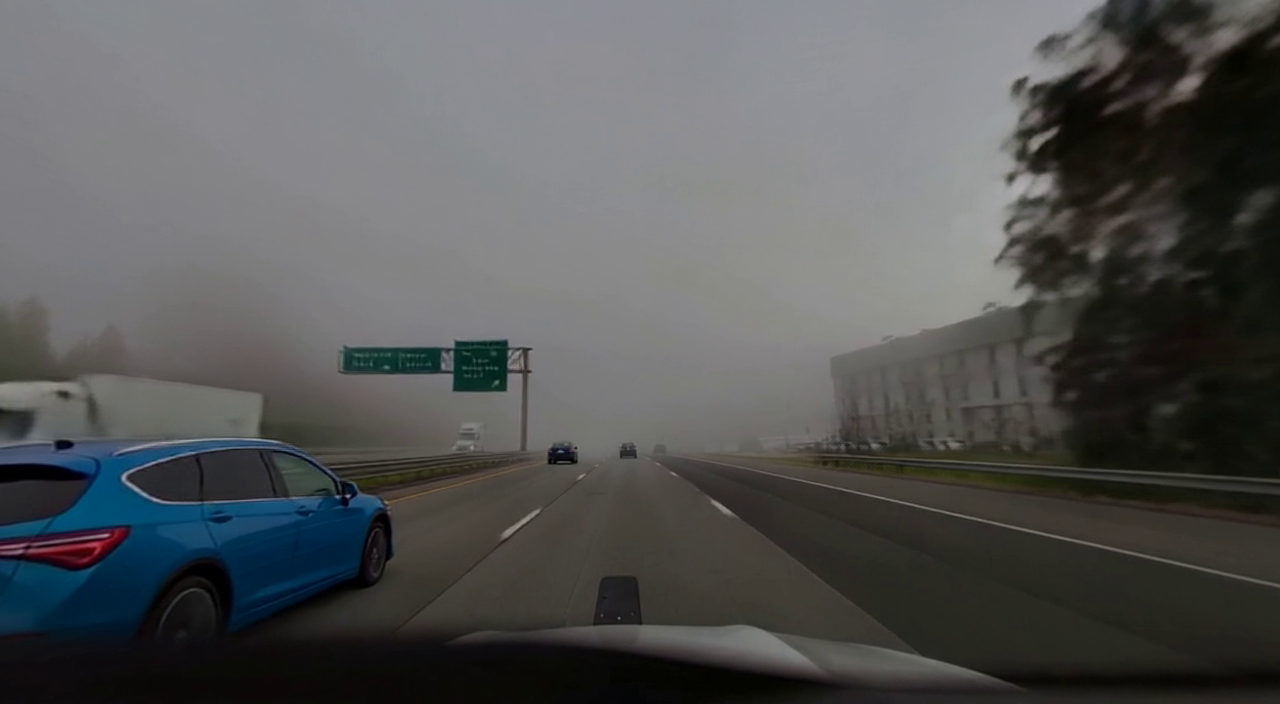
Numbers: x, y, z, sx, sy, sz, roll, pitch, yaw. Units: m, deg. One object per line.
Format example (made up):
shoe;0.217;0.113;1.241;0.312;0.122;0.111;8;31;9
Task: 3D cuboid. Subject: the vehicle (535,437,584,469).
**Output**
vehicle;-4.423;5.624;35.166;2.271;1.626;4.463;0;-8;-2

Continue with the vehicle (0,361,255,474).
vehicle;-21.182;2.957;26.393;3.019;3.702;11.347;0;-8;-1

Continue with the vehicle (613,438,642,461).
vehicle;-0.980;7.647;49.440;2.196;1.699;4.499;0;-8;-2
